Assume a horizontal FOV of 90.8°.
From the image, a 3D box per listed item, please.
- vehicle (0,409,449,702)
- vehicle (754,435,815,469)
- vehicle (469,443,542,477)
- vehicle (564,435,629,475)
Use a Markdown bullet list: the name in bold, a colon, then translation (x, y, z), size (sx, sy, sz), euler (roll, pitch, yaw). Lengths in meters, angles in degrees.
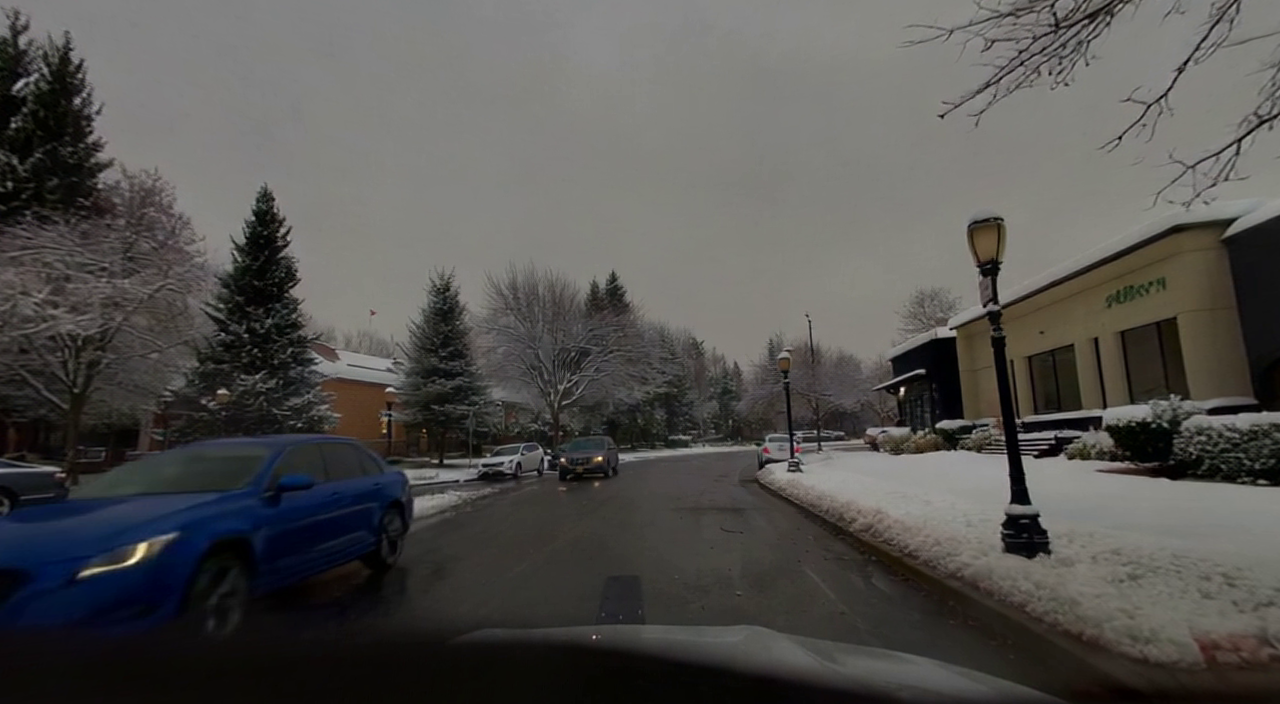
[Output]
- **vehicle**: translation (-3.537, 1.408, 5.672), size (2.056, 1.508, 4.596), euler (-1, -9, 2)
- **vehicle**: translation (6.686, 4.685, 29.695), size (1.918, 1.461, 4.419), euler (0, -8, 1)
- **vehicle**: translation (-6.075, 4.933, 29.086), size (1.968, 1.443, 4.358), euler (-1, -9, 6)
- **vehicle**: translation (-1.879, 4.678, 28.893), size (2.110, 1.651, 4.410), euler (-1, -9, 8)
